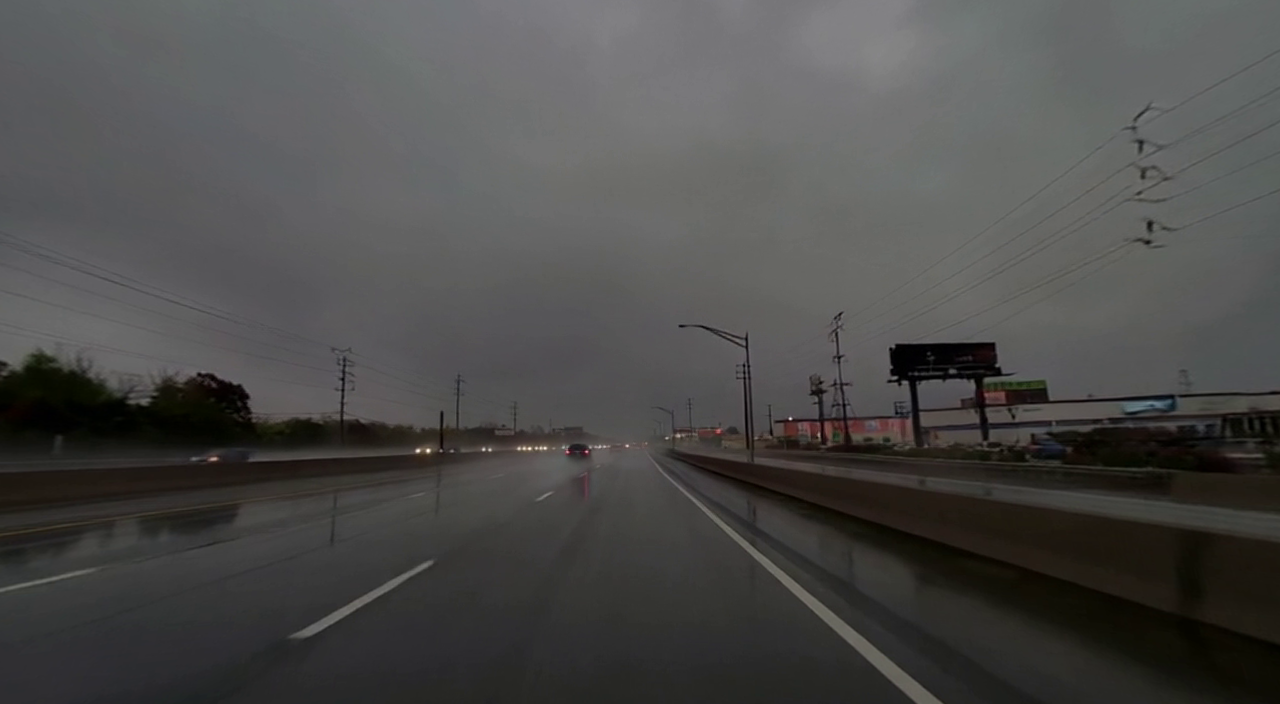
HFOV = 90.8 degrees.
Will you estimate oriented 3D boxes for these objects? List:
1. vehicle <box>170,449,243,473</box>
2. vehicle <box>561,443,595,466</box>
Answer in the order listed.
[{"bbox_3d":[-29.173,7.331,42.728,1.858,1.472,4.338,0,-9,0],"label":"vehicle"},{"bbox_3d":[-4.256,7.143,44.127,1.940,1.479,4.545,0,-9,0],"label":"vehicle"}]
